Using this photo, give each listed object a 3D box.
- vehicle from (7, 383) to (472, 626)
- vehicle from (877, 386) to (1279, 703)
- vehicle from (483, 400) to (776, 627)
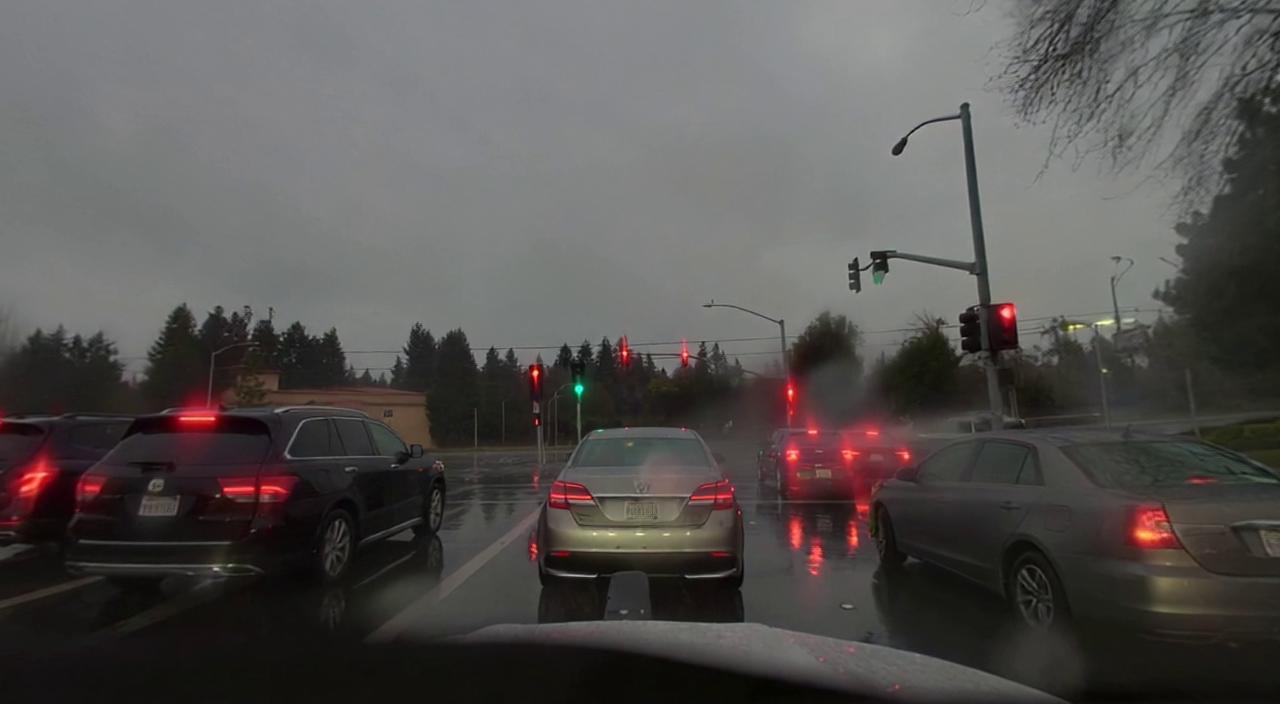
[{"bbox_3d":[-3.553,1.429,6.855,2.014,1.755,4.360,0,-8,3],"label":"vehicle"},{"bbox_3d":[3.591,1.199,4.601,2.010,1.486,4.498,0,-8,1],"label":"vehicle"},{"bbox_3d":[-0.056,1.401,6.303,2.047,1.579,3.642,0,-8,1],"label":"vehicle"}]
